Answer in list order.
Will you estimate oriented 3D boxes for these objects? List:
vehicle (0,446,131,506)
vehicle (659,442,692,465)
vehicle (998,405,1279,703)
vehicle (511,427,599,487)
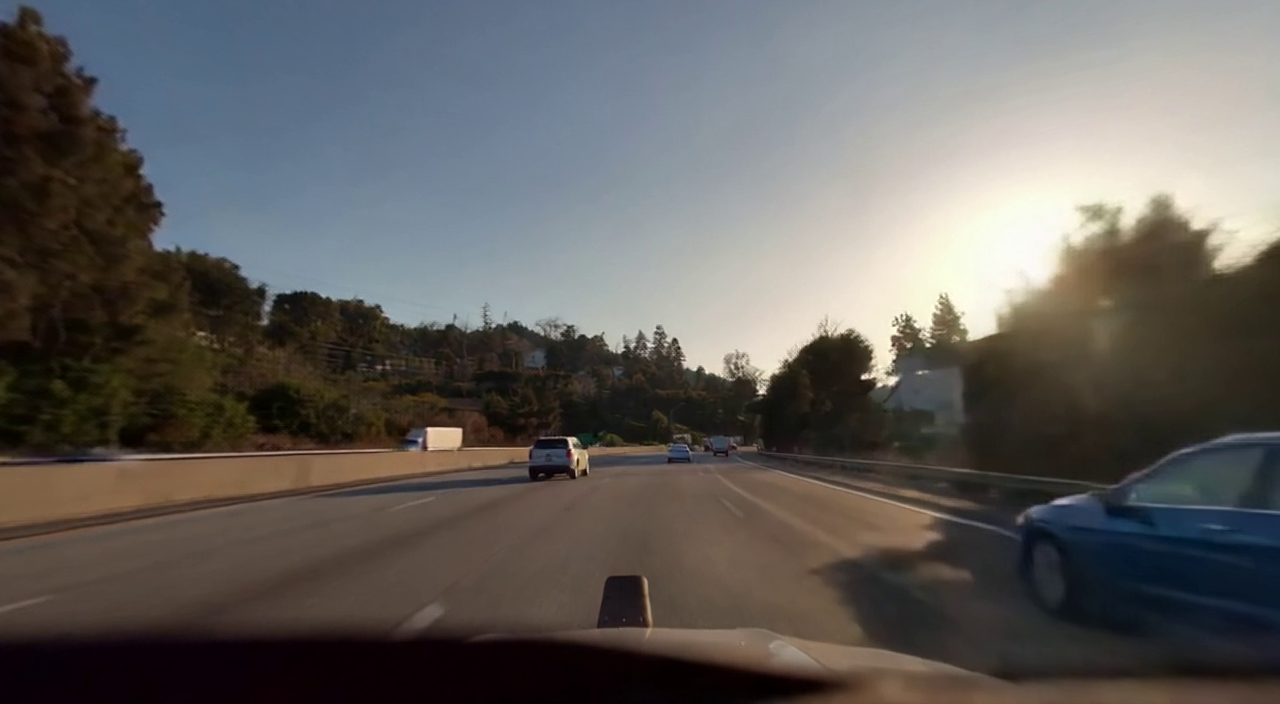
[{"bbox_3d":[-16.691,3.345,17.433,1.843,1.446,3.893,-1,-8,2],"label":"vehicle"},{"bbox_3d":[2.510,7.053,44.006,2.158,1.458,3.656,-1,-8,4],"label":"vehicle"},{"bbox_3d":[4.080,0.998,2.980,2.131,1.497,4.456,0,-8,0],"label":"vehicle"},{"bbox_3d":[-2.808,3.616,22.081,2.185,1.823,4.854,-1,-8,3],"label":"vehicle"}]
